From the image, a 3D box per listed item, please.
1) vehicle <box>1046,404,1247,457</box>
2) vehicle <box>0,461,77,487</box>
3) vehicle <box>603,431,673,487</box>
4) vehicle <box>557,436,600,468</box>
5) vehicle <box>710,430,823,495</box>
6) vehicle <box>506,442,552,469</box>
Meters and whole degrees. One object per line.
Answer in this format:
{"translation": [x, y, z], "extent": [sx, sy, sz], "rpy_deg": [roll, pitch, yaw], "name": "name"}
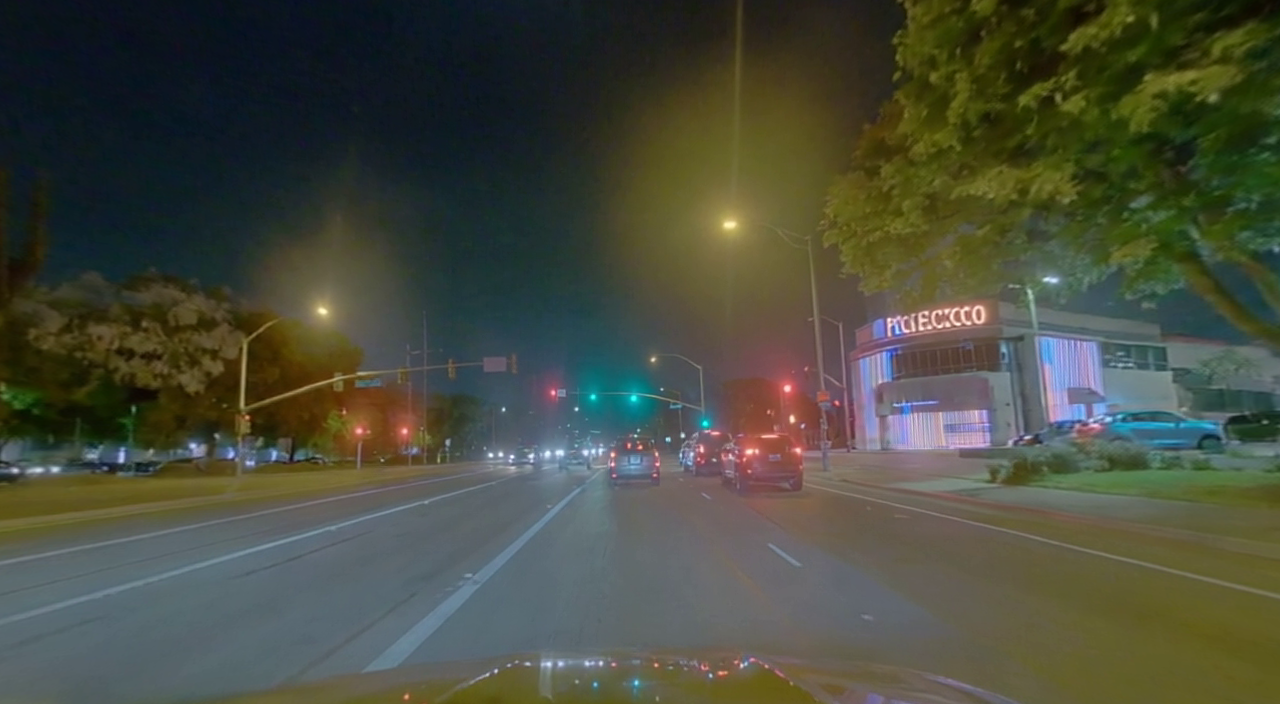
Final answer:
{"translation": [15.381, 2.437, 19.412], "extent": [4.344, 1.512, 1.936], "rpy_deg": [-1, -9, 4], "name": "vehicle"}
{"translation": [-38.946, 7.786, 40.491], "extent": [1.801, 1.434, 4.245], "rpy_deg": [0, -9, 0], "name": "vehicle"}
{"translation": [-0.140, 3.589, 21.375], "extent": [2.146, 1.685, 4.003], "rpy_deg": [0, -9, -2], "name": "vehicle"}
{"translation": [-3.612, 5.969, 37.770], "extent": [2.106, 1.778, 4.444], "rpy_deg": [0, -9, 0], "name": "vehicle"}
{"translation": [3.533, 3.208, 18.693], "extent": [2.198, 1.660, 4.512], "rpy_deg": [0, -9, -3], "name": "vehicle"}
{"translation": [-6.673, 6.266, 38.440], "extent": [1.954, 1.473, 4.350], "rpy_deg": [0, -9, 1], "name": "vehicle"}
